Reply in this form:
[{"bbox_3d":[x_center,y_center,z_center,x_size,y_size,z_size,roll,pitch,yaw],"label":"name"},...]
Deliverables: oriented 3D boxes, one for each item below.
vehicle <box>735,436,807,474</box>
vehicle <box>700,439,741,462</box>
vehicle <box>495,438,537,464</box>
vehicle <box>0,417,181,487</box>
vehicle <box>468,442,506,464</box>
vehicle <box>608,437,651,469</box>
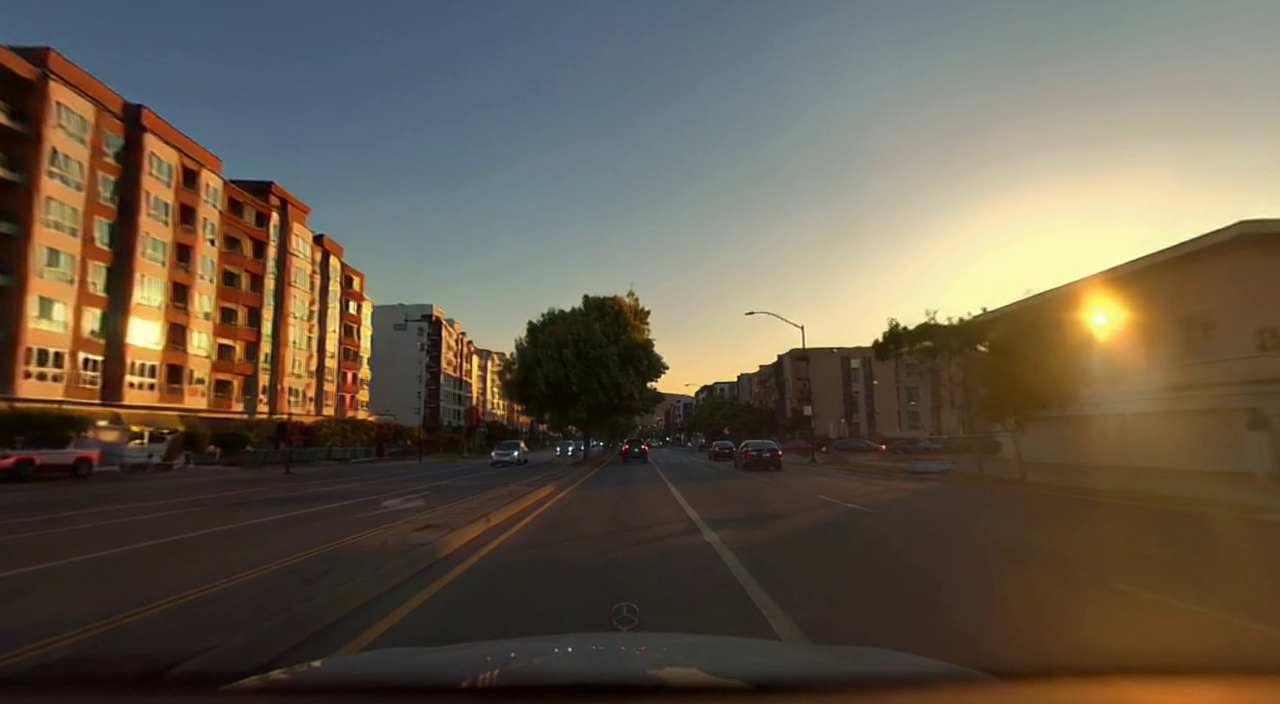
[{"bbox_3d":[5.846,4.661,28.702,2.121,1.557,4.898,0,-9,-1],"label":"vehicle"},{"bbox_3d":[5.542,6.831,43.773,2.154,1.554,4.149,0,-9,-2],"label":"vehicle"},{"bbox_3d":[-8.736,7.020,44.627,2.013,1.737,4.510,0,-8,0],"label":"vehicle"},{"bbox_3d":[-33.128,5.598,36.027,4.125,3.409,11.667,-1,-8,5],"label":"vehicle"},{"bbox_3d":[-11.821,7.824,48.792,1.959,1.634,3.797,0,-9,0],"label":"vehicle"},{"bbox_3d":[-0.522,5.235,32.690,2.106,1.553,3.964,0,-8,-1],"label":"vehicle"}]
